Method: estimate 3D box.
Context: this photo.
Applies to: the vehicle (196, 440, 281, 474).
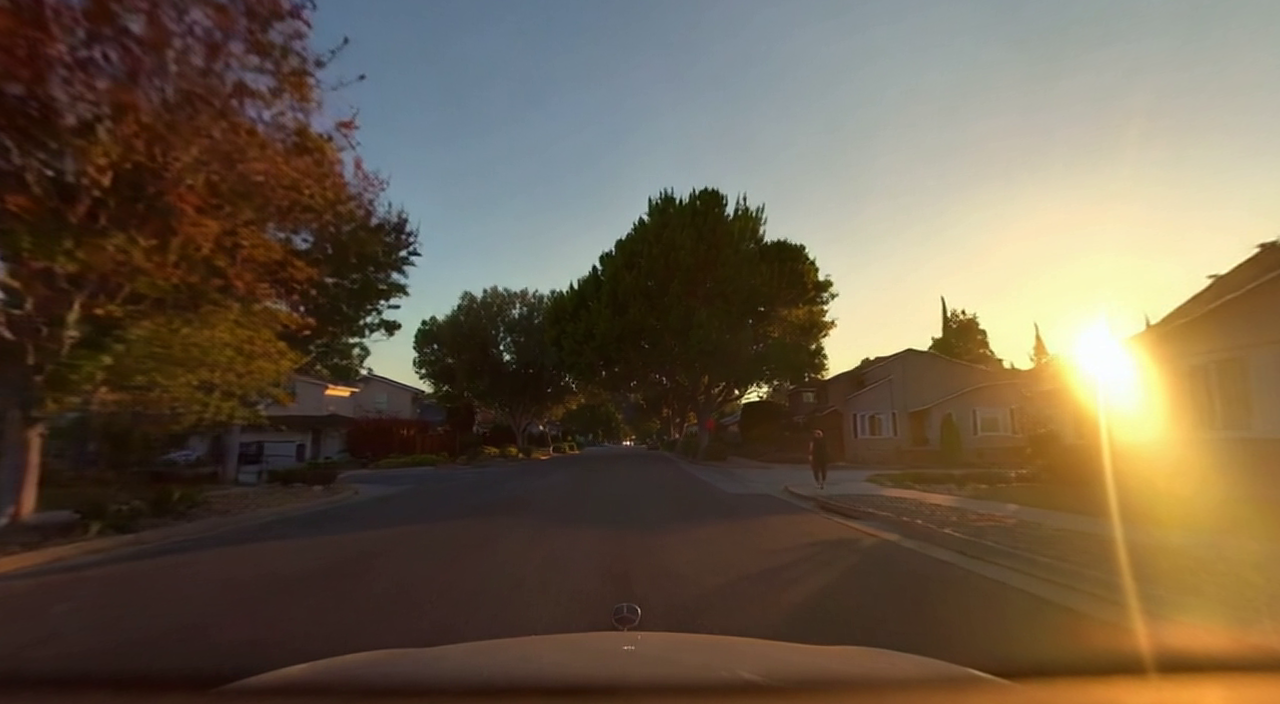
[{"bbox_3d":[-25.076,6.579,39.701,2.004,1.856,4.934,-4,-9,2],"label":"vehicle"}]
